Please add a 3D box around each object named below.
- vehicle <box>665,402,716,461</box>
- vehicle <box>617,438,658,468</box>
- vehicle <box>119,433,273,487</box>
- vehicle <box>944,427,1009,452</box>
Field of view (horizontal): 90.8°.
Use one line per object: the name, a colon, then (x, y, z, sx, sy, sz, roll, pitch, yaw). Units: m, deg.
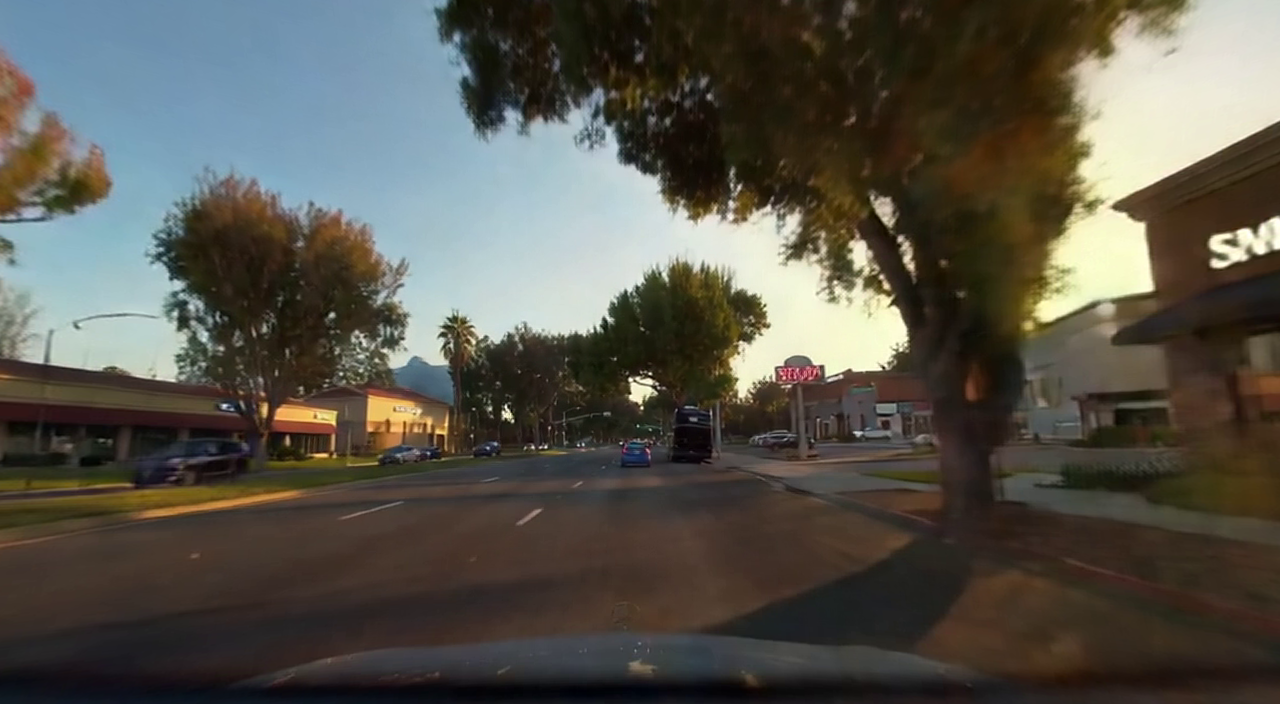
vehicle: (3.542, 5.929, 46.425, 2.896, 3.921, 8.415, 0, -9, -1)
vehicle: (-0.184, 5.544, 34.729, 2.103, 1.506, 4.742, 0, -9, -2)
vehicle: (-15.233, 3.720, 22.093, 2.041, 1.685, 4.571, 0, -9, 0)
vehicle: (24.611, 6.339, 46.133, 4.430, 1.659, 1.905, 3, -8, -28)
